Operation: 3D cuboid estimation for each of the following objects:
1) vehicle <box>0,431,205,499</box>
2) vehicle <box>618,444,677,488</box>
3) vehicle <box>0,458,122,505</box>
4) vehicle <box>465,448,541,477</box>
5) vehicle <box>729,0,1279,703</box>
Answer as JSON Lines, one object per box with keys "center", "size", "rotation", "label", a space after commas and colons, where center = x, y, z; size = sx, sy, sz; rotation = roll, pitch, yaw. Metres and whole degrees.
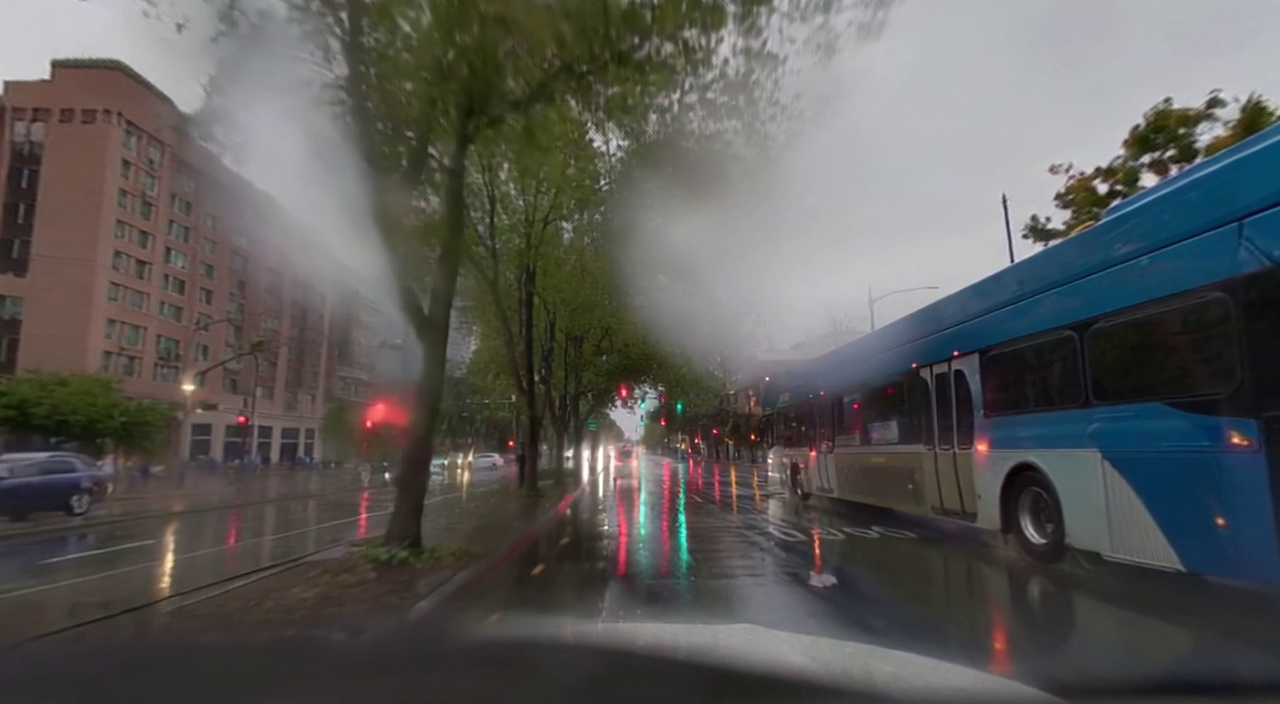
{"center": [-29.550, 6.095, 34.487], "size": [9.150, 3.310, 2.988], "rotation": [6, -12, -37], "label": "vehicle"}
{"center": [0.270, 4.363, 24.531], "size": [2.123, 1.544, 4.158], "rotation": [0, -8, 0], "label": "vehicle"}
{"center": [-26.366, 5.749, 28.387], "size": [4.570, 1.858, 1.942], "rotation": [7, -11, -41], "label": "vehicle"}
{"center": [-8.376, 6.783, 38.936], "size": [4.417, 1.490, 1.816], "rotation": [-1, -8, -9], "label": "vehicle"}
{"center": [3.407, 0.266, 5.335], "size": [3.250, 3.731, 13.693], "rotation": [0, -9, 0], "label": "vehicle"}
